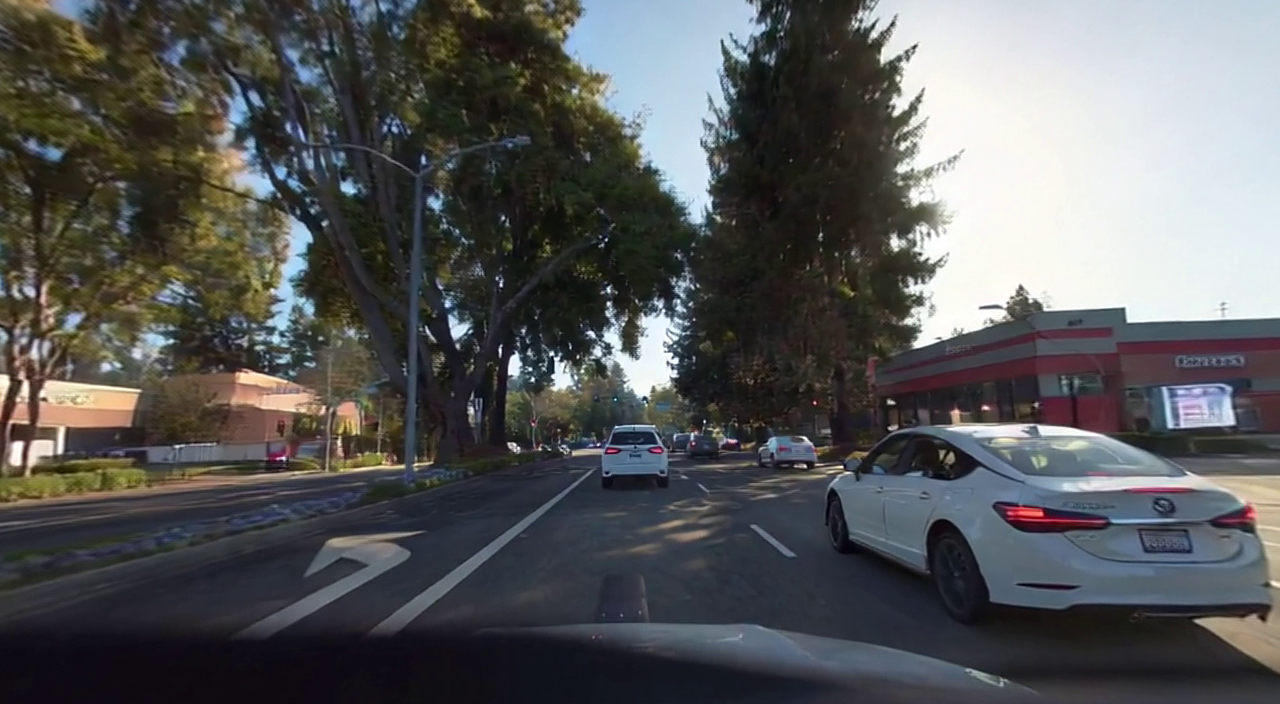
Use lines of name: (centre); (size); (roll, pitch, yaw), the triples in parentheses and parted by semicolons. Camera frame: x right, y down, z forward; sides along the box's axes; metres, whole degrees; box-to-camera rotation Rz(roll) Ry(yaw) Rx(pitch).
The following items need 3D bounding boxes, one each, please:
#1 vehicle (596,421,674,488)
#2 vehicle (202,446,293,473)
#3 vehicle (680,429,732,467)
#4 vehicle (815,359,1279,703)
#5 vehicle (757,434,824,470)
vehicle: (-0.170, 3.085, 19.283); (2.106, 1.798, 4.168); (0, -8, -1)
vehicle: (-30.758, 8.442, 49.697); (5.453, 1.974, 2.396); (0, -9, -3)
vehicle: (3.249, 4.828, 31.801); (2.000, 1.745, 4.206); (0, -8, -2)
vehicle: (3.128, 1.178, 4.977); (2.153, 1.658, 4.485); (0, -8, -1)
vehicle: (6.566, 4.431, 28.059); (1.883, 1.452, 4.258); (0, -8, -1)
